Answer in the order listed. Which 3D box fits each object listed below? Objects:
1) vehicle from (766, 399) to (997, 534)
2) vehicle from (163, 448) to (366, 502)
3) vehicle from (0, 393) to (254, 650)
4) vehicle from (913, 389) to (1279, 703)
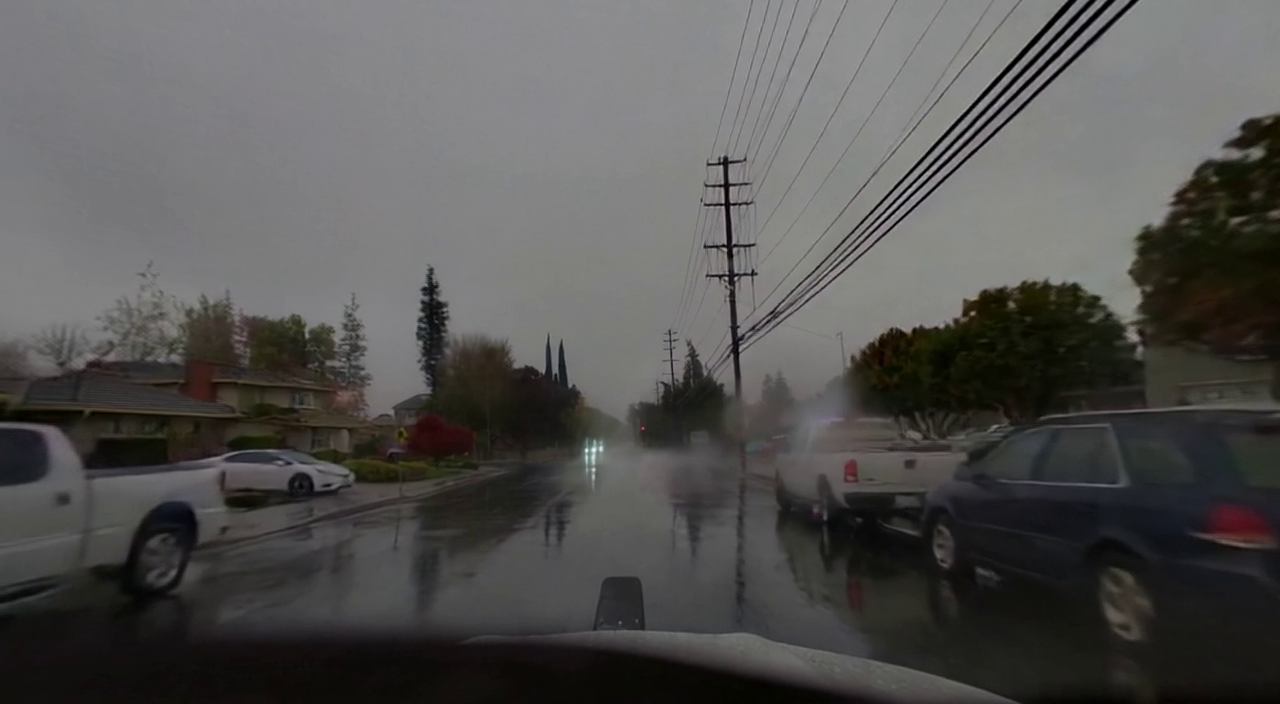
[{"bbox_3d":[4.002,2.032,11.701,2.205,1.923,5.178,0,-8,0],"label":"vehicle"},{"bbox_3d":[-11.102,3.647,18.944,4.813,1.503,1.923,0,-8,-4],"label":"vehicle"},{"bbox_3d":[-5.985,1.329,5.049,2.322,1.913,5.582,0,-8,-1],"label":"vehicle"},{"bbox_3d":[3.904,1.208,4.665,1.848,1.550,4.054,0,-8,-1],"label":"vehicle"}]
